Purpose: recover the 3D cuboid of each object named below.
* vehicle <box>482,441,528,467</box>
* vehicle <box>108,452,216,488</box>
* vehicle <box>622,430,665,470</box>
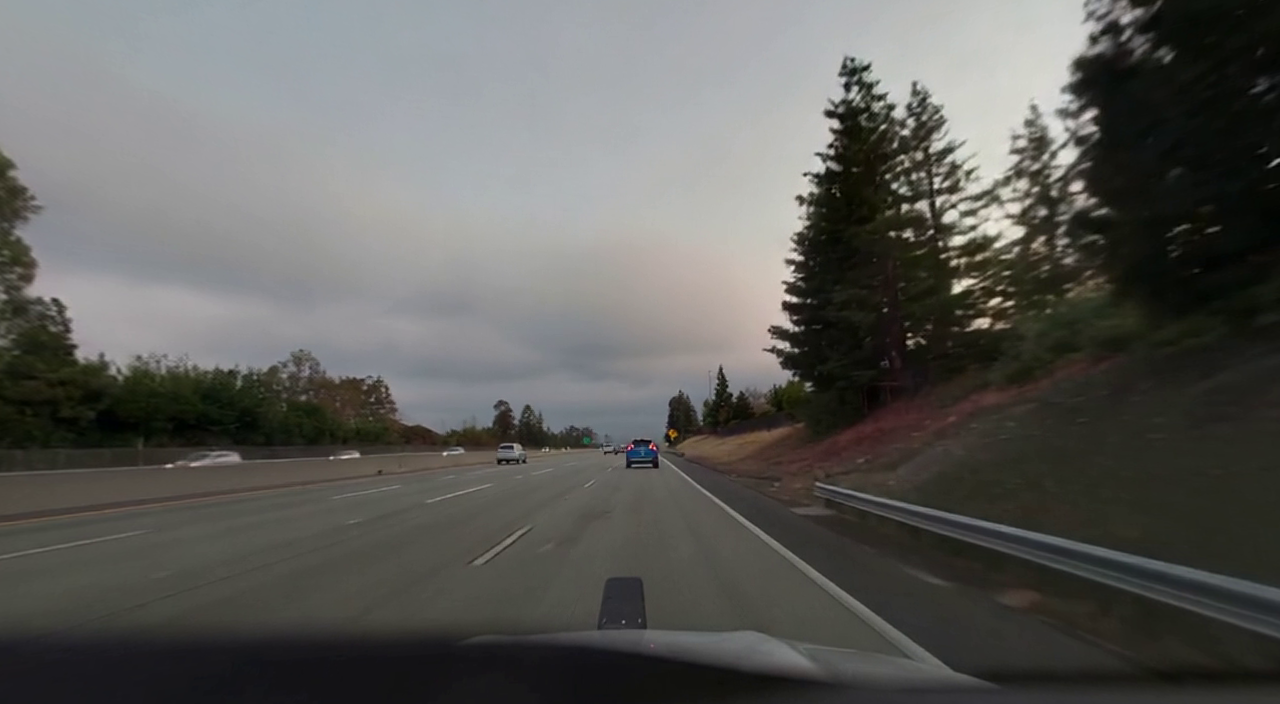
[{"bbox_3d":[-9.836,7.482,46.404,2.204,1.770,5.016,-1,-8,1],"label":"vehicle"},{"bbox_3d":[-23.652,5.826,31.467,2.009,1.556,4.207,-1,-8,1],"label":"vehicle"},{"bbox_3d":[0.171,5.666,36.642,2.318,2.145,4.561,0,-8,0],"label":"vehicle"}]
